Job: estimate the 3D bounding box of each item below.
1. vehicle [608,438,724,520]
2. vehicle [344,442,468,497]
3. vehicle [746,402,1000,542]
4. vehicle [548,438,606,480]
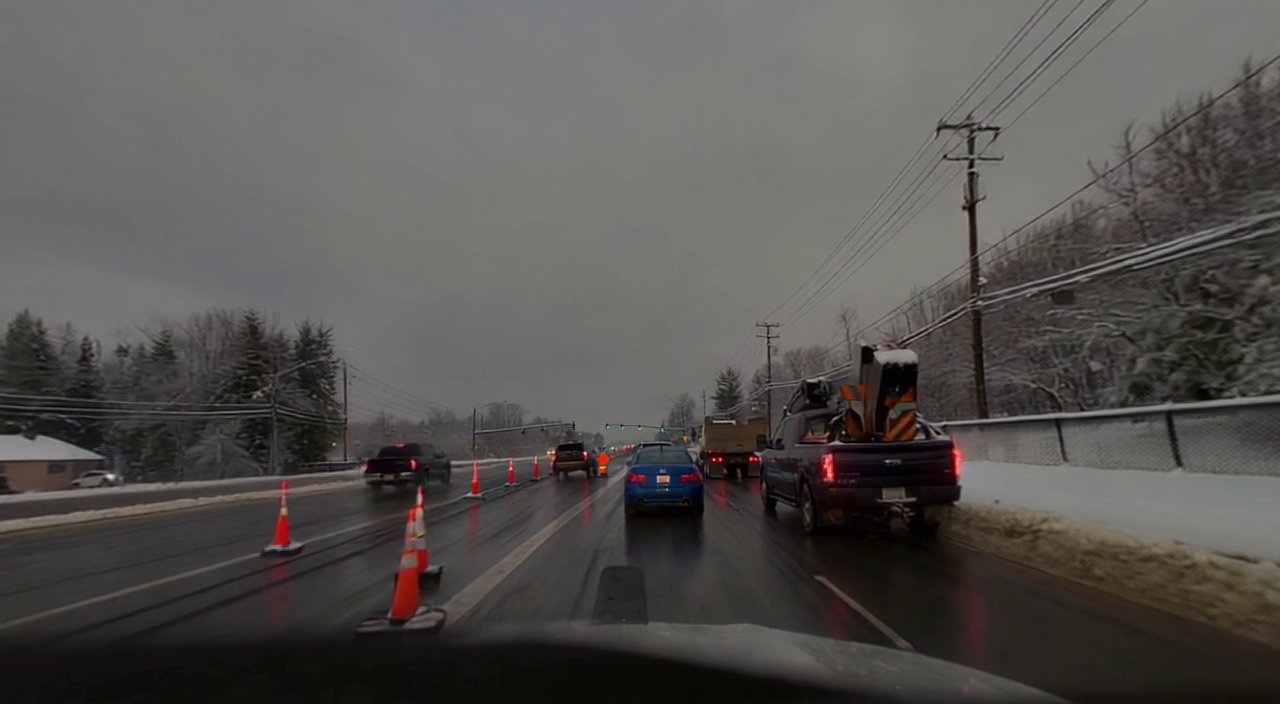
[{"bbox_3d":[0.506,2.658,13.764,2.128,1.473,4.272,0,-9,1],"label":"vehicle"},{"bbox_3d":[-7.138,3.611,19.903,2.018,1.490,4.926,0,-9,0],"label":"vehicle"},{"bbox_3d":[3.906,2.208,12.312,2.555,2.017,6.201,0,-9,0],"label":"vehicle"},{"bbox_3d":[-2.719,4.721,28.037,1.989,1.729,4.184,0,-9,2],"label":"vehicle"}]
